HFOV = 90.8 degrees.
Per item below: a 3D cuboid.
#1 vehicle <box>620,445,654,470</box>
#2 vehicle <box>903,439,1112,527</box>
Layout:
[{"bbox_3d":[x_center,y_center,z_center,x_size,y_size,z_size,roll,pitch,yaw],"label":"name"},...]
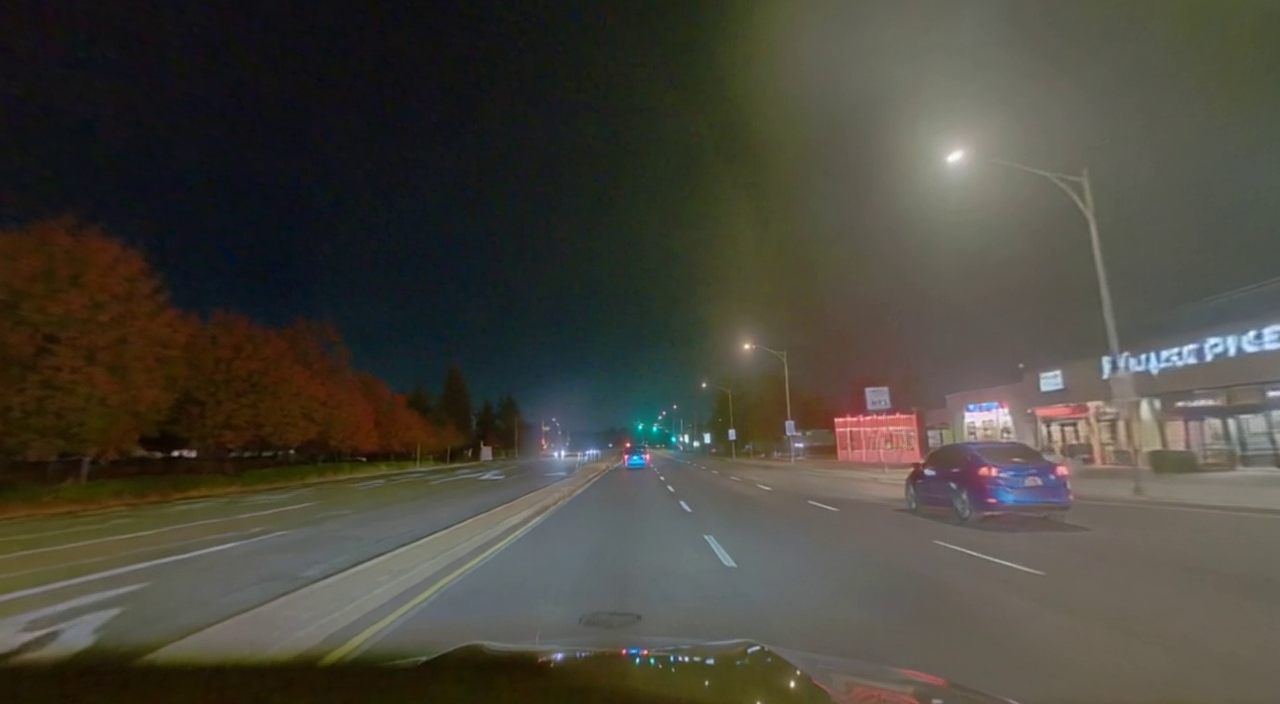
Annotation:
[{"bbox_3d":[-0.224,6.653,39.935,2.027,1.494,3.942,0,-8,-1],"label":"vehicle"},{"bbox_3d":[7.125,2.538,12.863,1.849,1.464,4.119,0,-8,1],"label":"vehicle"}]
